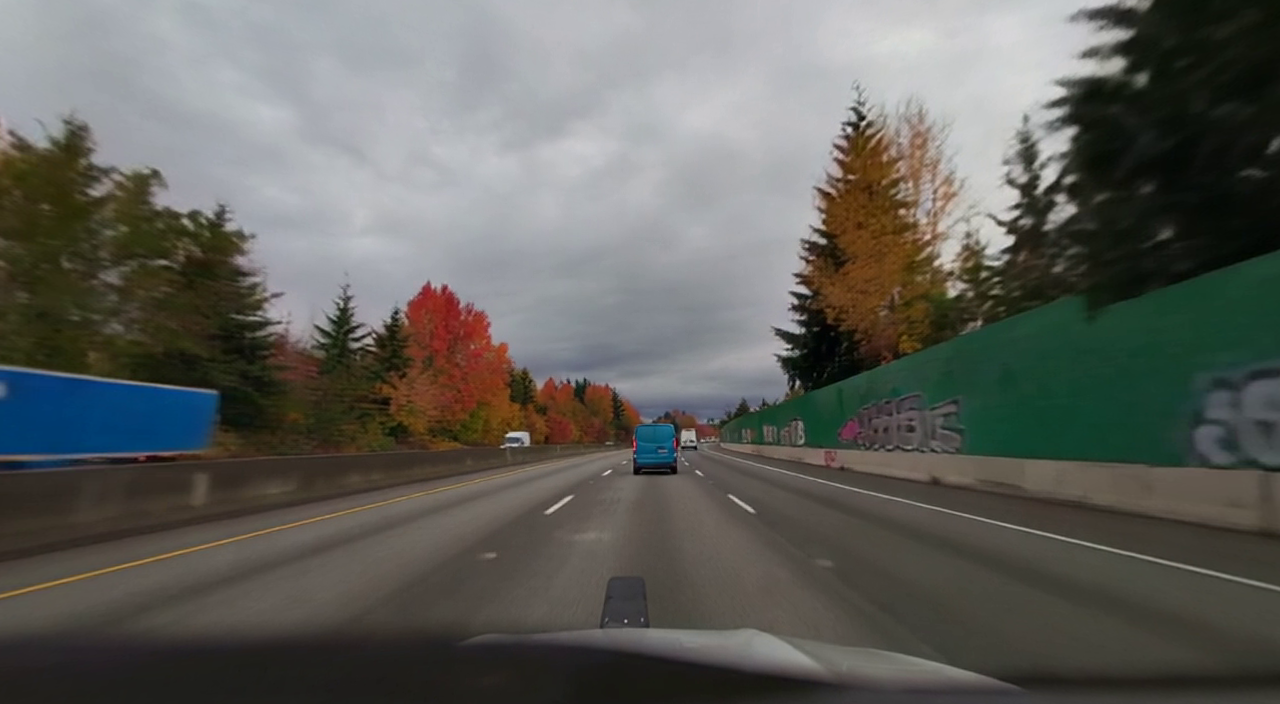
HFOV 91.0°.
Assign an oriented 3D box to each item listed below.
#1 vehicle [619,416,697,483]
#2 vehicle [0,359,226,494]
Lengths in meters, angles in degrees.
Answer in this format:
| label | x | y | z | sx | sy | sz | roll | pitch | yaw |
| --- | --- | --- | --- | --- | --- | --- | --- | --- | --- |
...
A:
| label | x | y | z | sx | sy | sz | roll | pitch | yaw |
| --- | --- | --- | --- | --- | --- | --- | --- | --- | --- |
| vehicle | 0.531 | 3.183 | 20.728 | 2.283 | 1.956 | 4.421 | 0 | -8 | 0 |
| vehicle | -20.943 | 2.707 | 22.148 | 2.949 | 4.093 | 14.052 | 0 | -8 | 1 |
